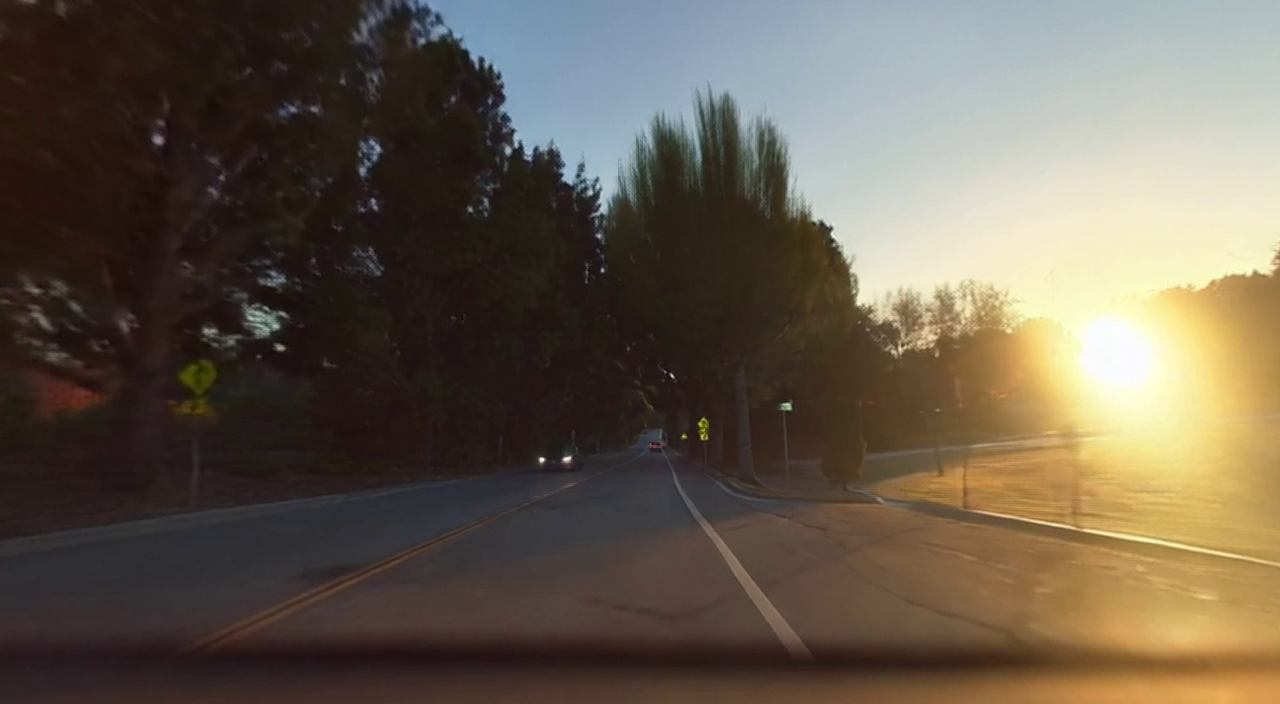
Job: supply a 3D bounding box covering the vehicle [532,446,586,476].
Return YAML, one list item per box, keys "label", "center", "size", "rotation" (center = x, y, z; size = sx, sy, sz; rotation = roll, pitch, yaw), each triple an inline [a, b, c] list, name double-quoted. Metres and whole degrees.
- label: "vehicle"
  center: [-3.964, 5.396, 31.450]
  size: [1.923, 1.366, 3.965]
  rotation: [-1, -8, 4]
